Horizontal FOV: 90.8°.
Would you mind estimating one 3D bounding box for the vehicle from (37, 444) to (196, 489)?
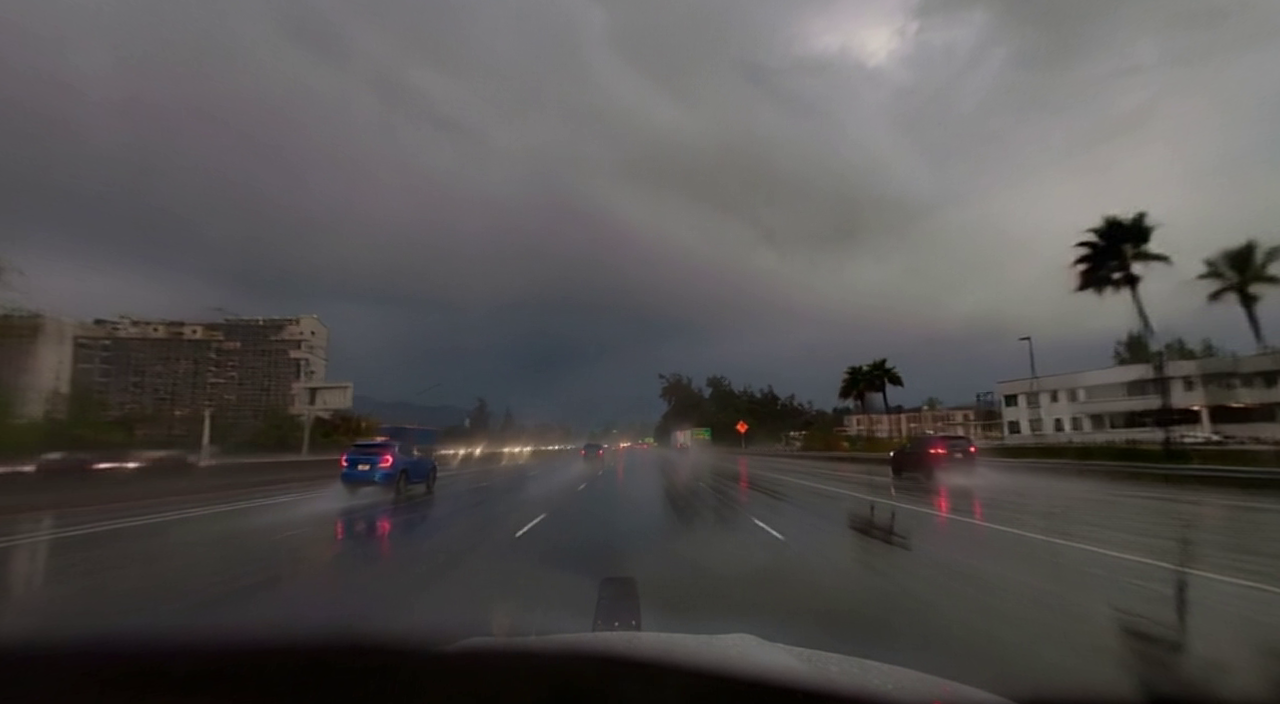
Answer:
[{"bbox_3d":[-21.311,4.663,26.104,2.040,1.625,5.272,0,-9,0],"label":"vehicle"}]

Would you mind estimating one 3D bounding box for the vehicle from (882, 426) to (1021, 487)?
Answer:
[{"bbox_3d":[10.115,3.450,21.017,2.168,1.792,4.457,0,-9,-3],"label":"vehicle"}]

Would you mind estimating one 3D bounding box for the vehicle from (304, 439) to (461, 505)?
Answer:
[{"bbox_3d":[-6.535,3.100,16.811,2.018,1.480,4.999,0,-9,1],"label":"vehicle"}]
